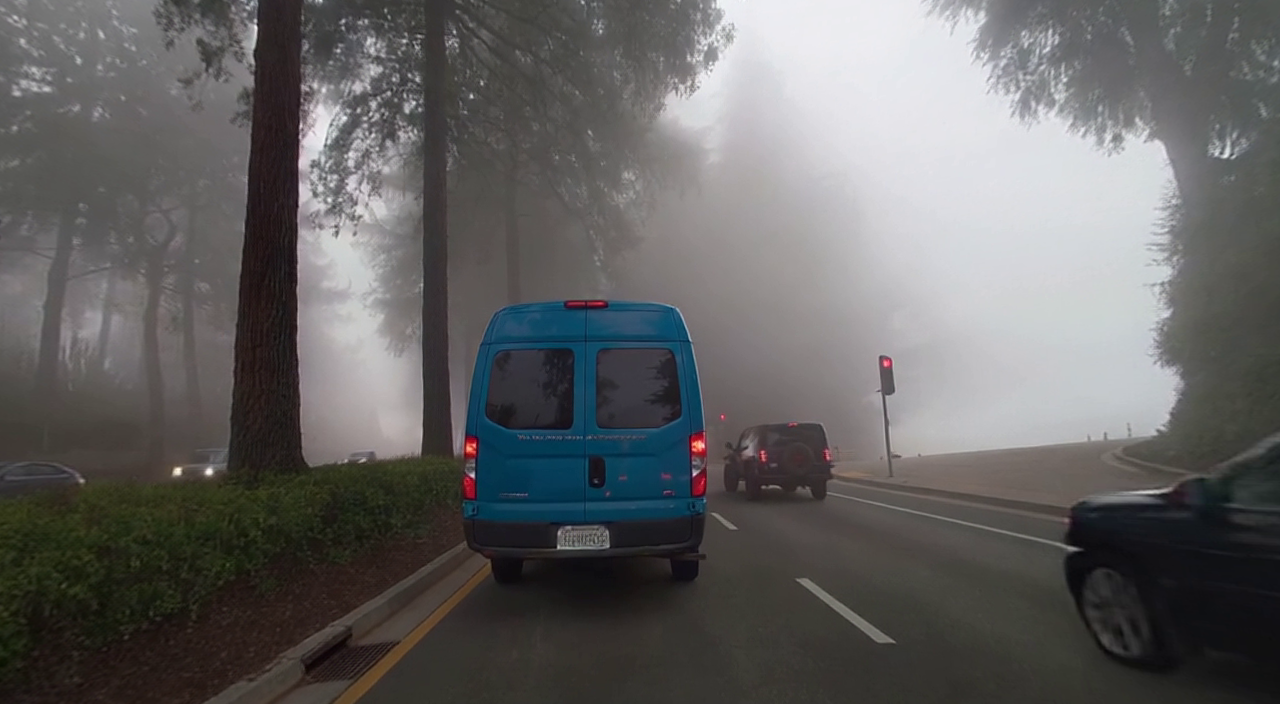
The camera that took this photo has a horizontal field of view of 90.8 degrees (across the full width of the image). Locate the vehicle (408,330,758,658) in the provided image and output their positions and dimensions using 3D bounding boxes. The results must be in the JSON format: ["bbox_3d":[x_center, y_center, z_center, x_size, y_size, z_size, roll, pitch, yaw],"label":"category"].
[{"bbox_3d":[-0.343,1.185,6.158,2.145,2.046,4.309,0,-9,0],"label":"vehicle"}]

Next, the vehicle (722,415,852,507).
[{"bbox_3d":[3.316,2.565,15.165,1.988,1.873,3.968,0,-9,-3],"label":"vehicle"}]

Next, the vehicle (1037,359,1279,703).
[{"bbox_3d":[4.144,0.802,2.498,2.024,1.692,4.696,0,-9,-1],"label":"vehicle"}]

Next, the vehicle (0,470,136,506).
[{"bbox_3d":[-26.332,6.207,28.927,4.726,1.456,1.873,1,-9,-6],"label":"vehicle"}]
